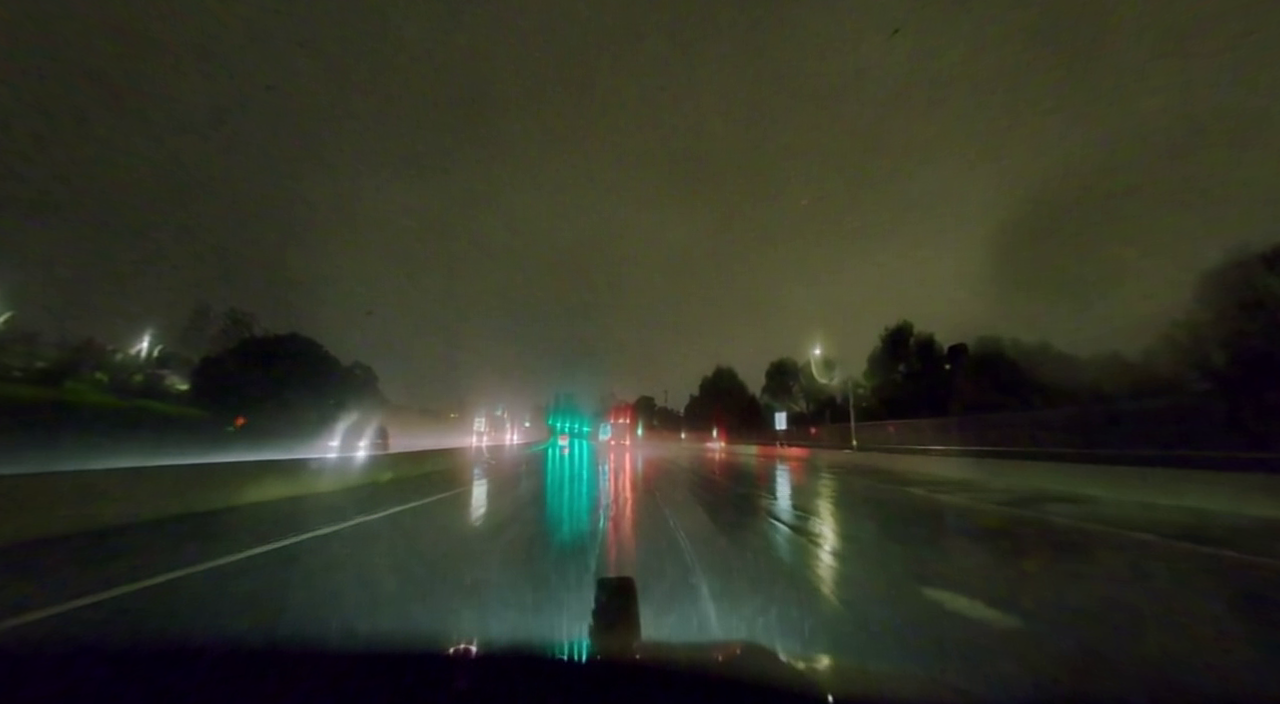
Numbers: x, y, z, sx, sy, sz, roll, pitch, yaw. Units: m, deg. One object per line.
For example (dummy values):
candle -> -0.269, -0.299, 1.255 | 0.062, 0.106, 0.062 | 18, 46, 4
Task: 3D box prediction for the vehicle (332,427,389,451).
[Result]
vehicle -> -19.593, 6.135, 44.356 | 1.948, 1.569, 4.674 | 0, -8, -2
